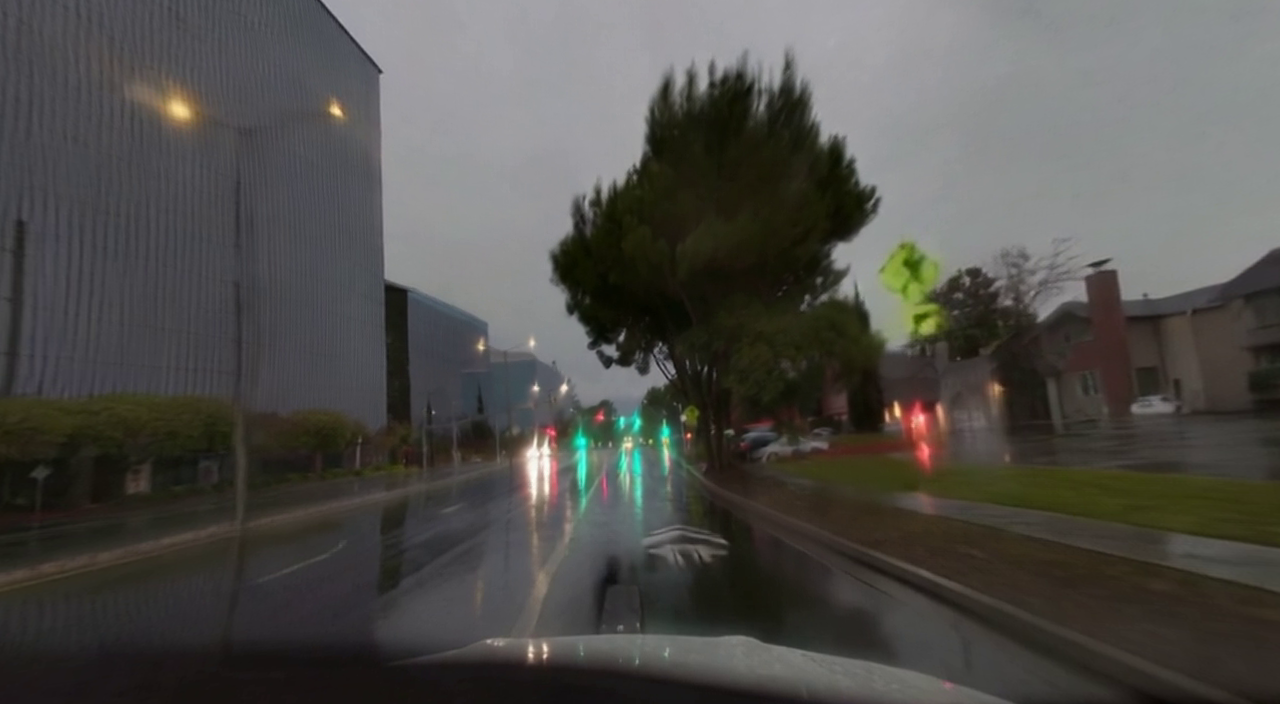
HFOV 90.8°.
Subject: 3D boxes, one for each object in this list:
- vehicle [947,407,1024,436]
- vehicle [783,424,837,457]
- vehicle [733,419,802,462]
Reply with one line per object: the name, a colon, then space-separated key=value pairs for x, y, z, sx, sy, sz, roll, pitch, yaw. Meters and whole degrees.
vehicle: x=19.521 y=3.998 z=35.930 sx=1.890 sy=1.492 sz=4.494 roll=0 pitch=-8 yaw=1
vehicle: x=8.491 y=4.462 z=31.806 sx=1.842 sy=1.535 sz=3.638 roll=-1 pitch=-8 yaw=3
vehicle: x=6.157 y=4.392 z=31.176 sx=2.160 sy=1.944 sz=5.086 roll=0 pitch=-8 yaw=-2
